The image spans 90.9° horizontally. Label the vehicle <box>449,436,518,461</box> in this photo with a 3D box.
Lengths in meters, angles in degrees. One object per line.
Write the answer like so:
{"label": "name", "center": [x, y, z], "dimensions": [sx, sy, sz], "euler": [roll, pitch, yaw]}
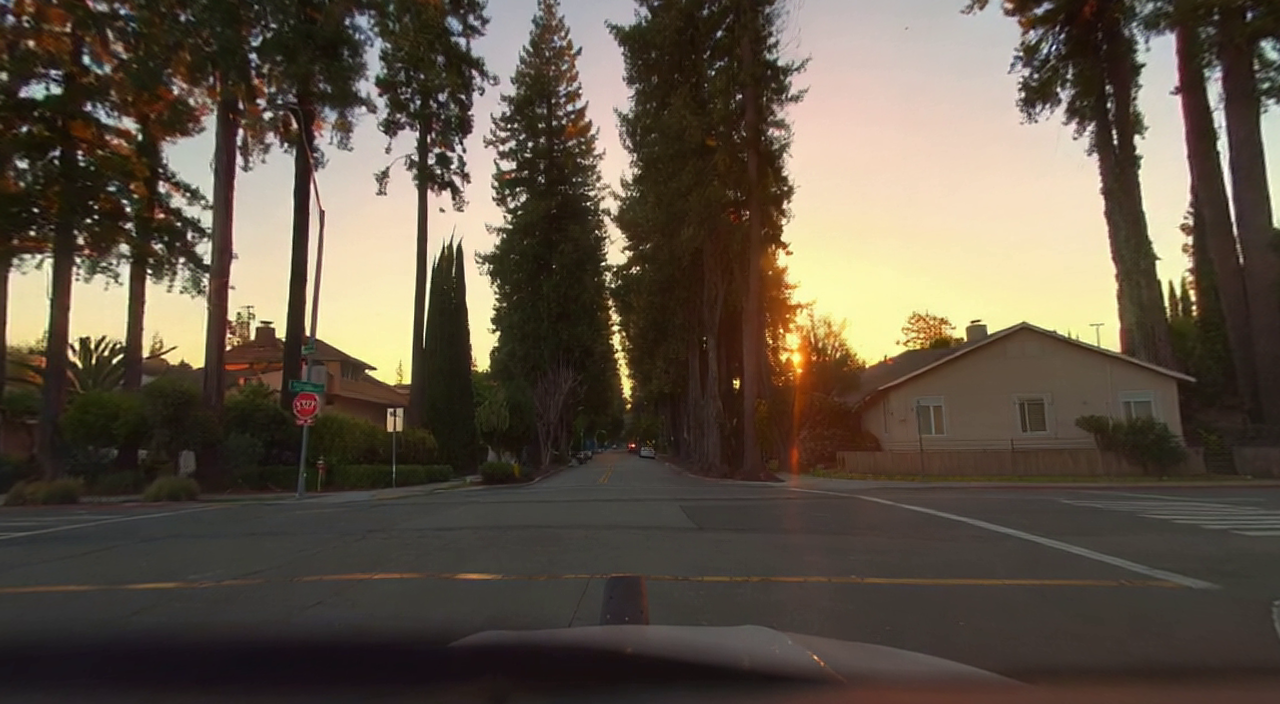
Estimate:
{"label": "vehicle", "center": [-11.668, 7.209, 47.241], "dimensions": [4.622, 1.782, 1.836], "euler": [0, -8, 1]}
